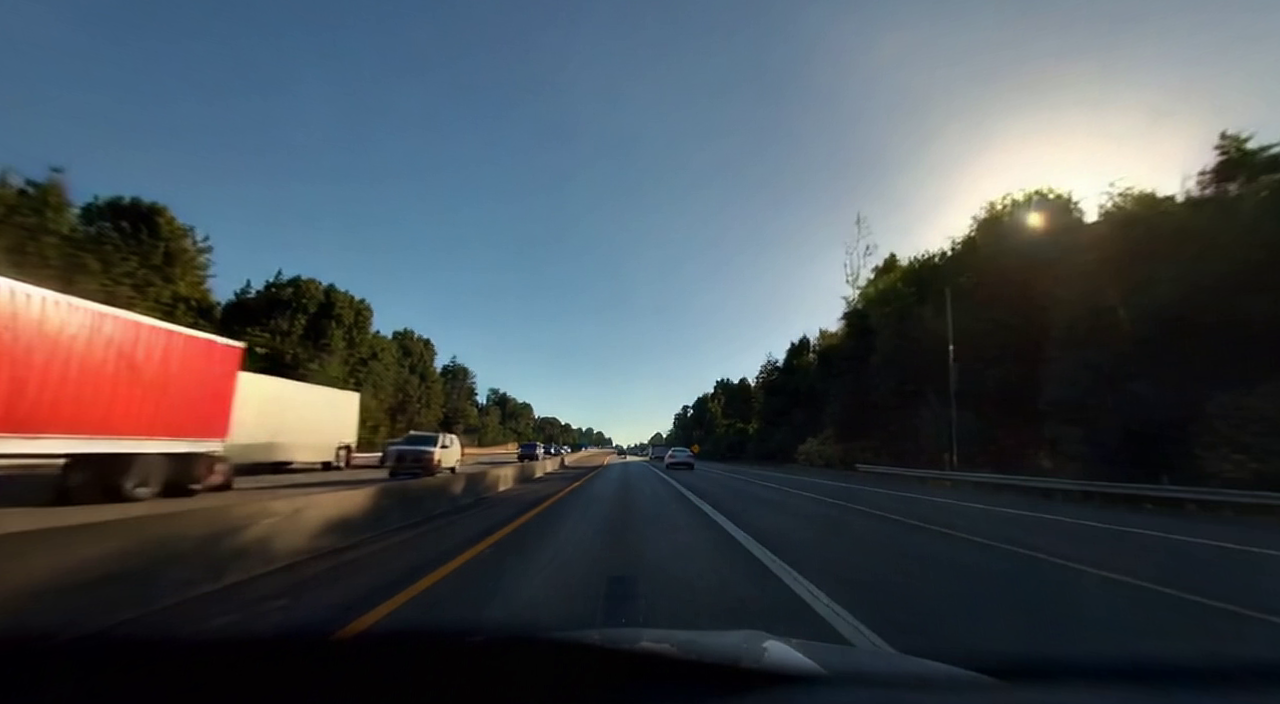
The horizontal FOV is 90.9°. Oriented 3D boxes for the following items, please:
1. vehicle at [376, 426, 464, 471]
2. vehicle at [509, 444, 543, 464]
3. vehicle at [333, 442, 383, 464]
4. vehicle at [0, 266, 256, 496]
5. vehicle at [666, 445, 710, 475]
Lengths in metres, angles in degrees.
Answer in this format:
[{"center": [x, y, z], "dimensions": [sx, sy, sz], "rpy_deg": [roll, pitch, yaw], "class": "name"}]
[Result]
[{"center": [-8.316, 3.722, 24.202], "dimensions": [1.965, 1.566, 4.141], "rpy_deg": [0, -9, -2], "class": "vehicle"}, {"center": [-8.683, 7.773, 48.274], "dimensions": [1.896, 1.453, 4.125], "rpy_deg": [0, -9, -1], "class": "vehicle"}, {"center": [-20.492, 7.334, 45.969], "dimensions": [1.822, 1.495, 4.247], "rpy_deg": [1, -9, -4], "class": "vehicle"}, {"center": [-12.616, 0.999, 14.069], "dimensions": [2.867, 3.956, 8.117], "rpy_deg": [0, -9, -1], "class": "vehicle"}, {"center": [2.665, 6.124, 35.860], "dimensions": [2.111, 1.599, 3.859], "rpy_deg": [0, -9, -2], "class": "vehicle"}]
